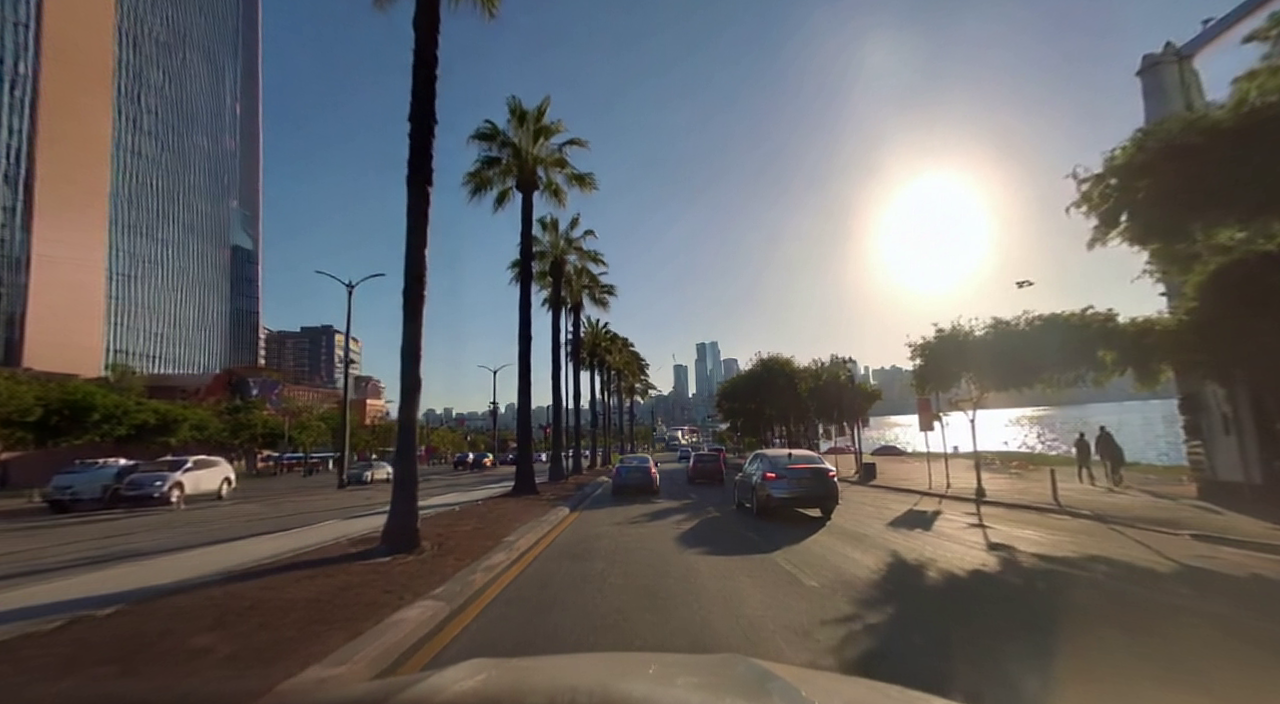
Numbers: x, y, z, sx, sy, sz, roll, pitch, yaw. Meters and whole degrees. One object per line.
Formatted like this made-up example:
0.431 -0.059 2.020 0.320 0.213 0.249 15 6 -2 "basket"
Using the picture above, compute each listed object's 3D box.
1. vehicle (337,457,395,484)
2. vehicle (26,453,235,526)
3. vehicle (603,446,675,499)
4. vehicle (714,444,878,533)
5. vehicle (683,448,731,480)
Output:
-17.913 7.723 41.308 1.887 1.569 4.014 0 -9 2 "vehicle"
-14.693 3.937 18.670 2.104 1.802 4.852 0 -9 0 "vehicle"
0.012 3.783 20.124 2.077 1.518 3.760 0 -9 1 "vehicle"
2.987 2.723 13.356 2.051 1.509 4.933 0 -9 -2 "vehicle"
3.340 5.660 31.982 2.115 1.500 3.524 0 -9 1 "vehicle"
